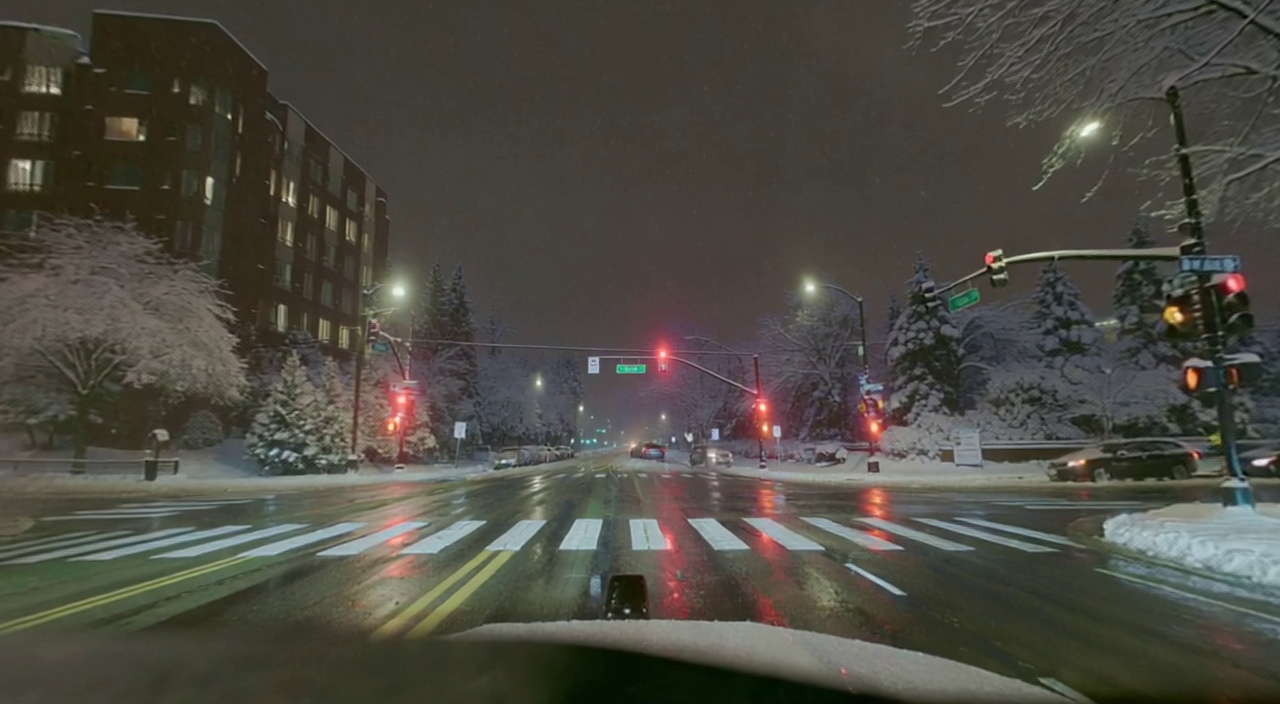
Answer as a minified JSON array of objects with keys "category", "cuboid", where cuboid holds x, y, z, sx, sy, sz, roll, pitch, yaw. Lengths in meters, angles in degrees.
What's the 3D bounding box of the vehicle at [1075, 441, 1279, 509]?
[{"category":"vehicle","cuboid":[13.010,2.799,14.571,4.424,1.436,1.804,0,-8,5]}]
